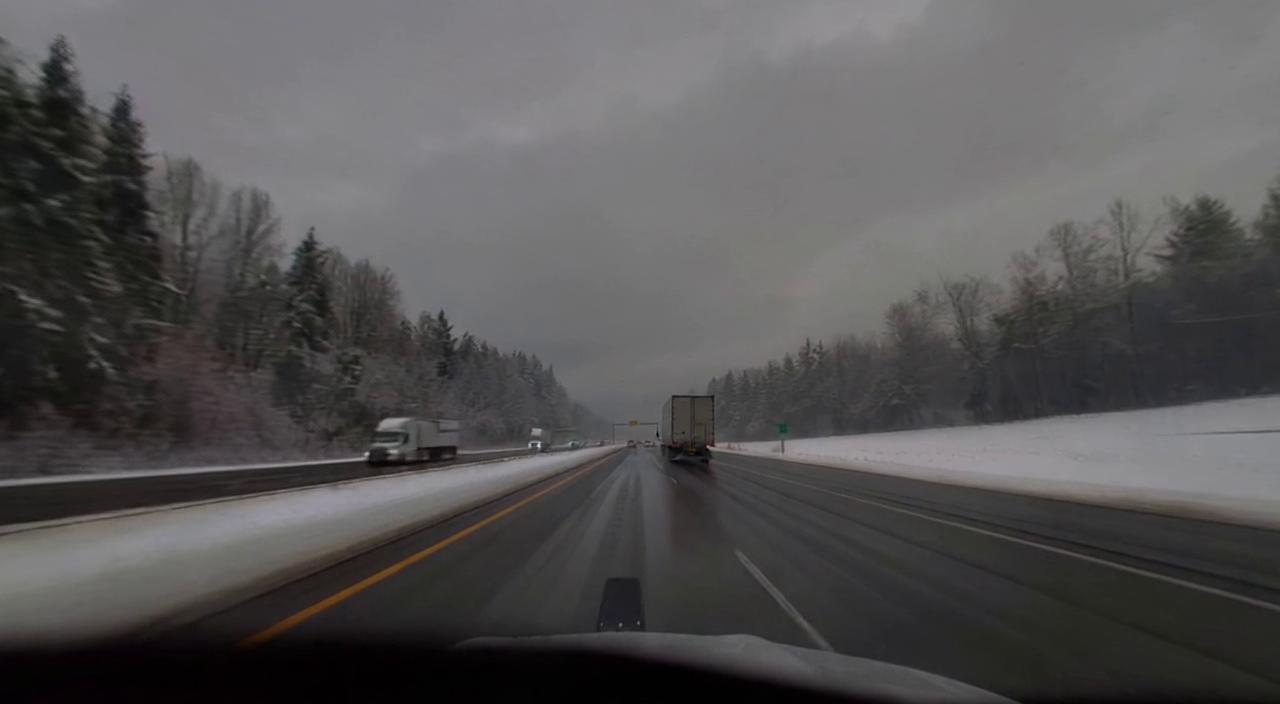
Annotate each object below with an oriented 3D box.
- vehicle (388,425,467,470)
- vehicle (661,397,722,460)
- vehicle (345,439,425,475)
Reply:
[{"bbox_3d":[-13.513,6.135,40.707,2.497,2.625,7.038,0,-8,1],"label":"vehicle"},{"bbox_3d":[3.578,6.022,48.307,3.357,4.101,14.659,0,-8,0],"label":"vehicle"},{"bbox_3d":[-13.452,5.554,33.638,2.007,1.714,5.291,0,-8,1],"label":"vehicle"}]
